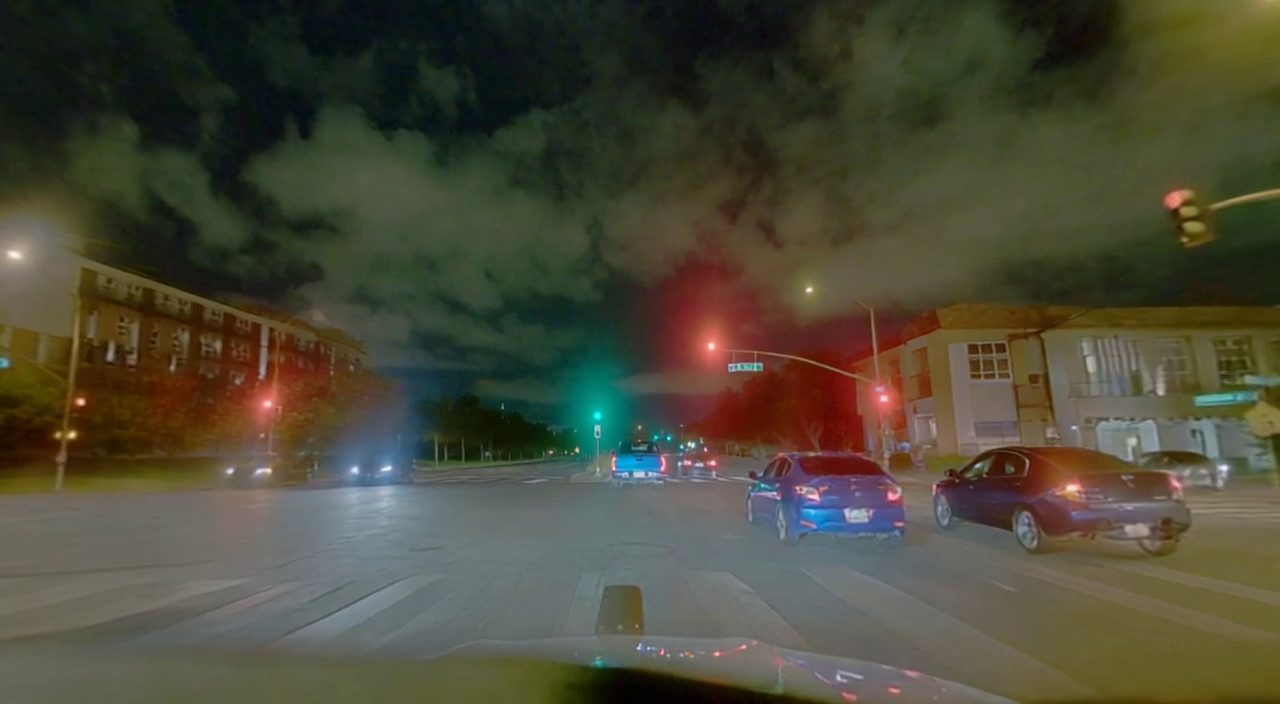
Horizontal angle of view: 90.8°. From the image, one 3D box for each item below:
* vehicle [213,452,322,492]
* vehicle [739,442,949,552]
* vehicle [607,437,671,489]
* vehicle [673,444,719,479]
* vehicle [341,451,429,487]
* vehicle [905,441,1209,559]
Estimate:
[{"bbox_3d":[-15.532,4.994,26.662,1.915,1.491,4.347,0,-8,0],"label":"vehicle"},{"bbox_3d":[3.138,2.307,10.869,2.057,1.463,4.365,0,-8,-1],"label":"vehicle"},{"bbox_3d":[-0.073,4.419,25.578,2.344,1.883,4.572,0,-8,0],"label":"vehicle"},{"bbox_3d":[3.034,5.979,34.849,2.013,1.742,4.424,0,-8,-1],"label":"vehicle"},{"bbox_3d":[-11.399,5.230,28.617,1.989,1.459,4.667,0,-8,1],"label":"vehicle"},{"bbox_3d":[6.277,2.225,10.379,1.855,1.469,4.598,0,-8,0],"label":"vehicle"}]
